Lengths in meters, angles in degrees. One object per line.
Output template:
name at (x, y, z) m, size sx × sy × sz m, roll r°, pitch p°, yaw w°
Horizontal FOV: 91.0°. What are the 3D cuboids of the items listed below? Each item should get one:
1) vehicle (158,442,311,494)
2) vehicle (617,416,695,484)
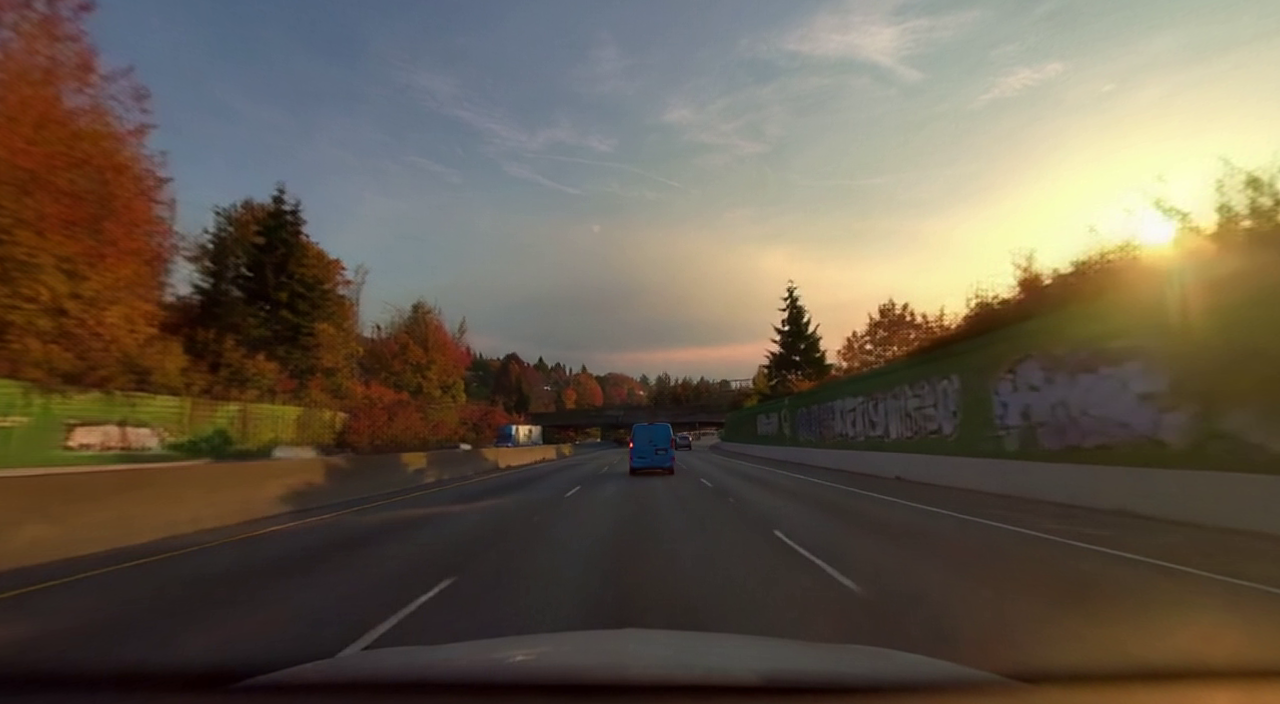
vehicle at (-12.936, 3.693, 20.464) m, size 2.107 × 1.507 × 4.206 m, roll 0°, pitch -8°, yaw 1°
vehicle at (0.484, 3.196, 20.668) m, size 2.283 × 1.956 × 4.421 m, roll 0°, pitch -8°, yaw 0°
